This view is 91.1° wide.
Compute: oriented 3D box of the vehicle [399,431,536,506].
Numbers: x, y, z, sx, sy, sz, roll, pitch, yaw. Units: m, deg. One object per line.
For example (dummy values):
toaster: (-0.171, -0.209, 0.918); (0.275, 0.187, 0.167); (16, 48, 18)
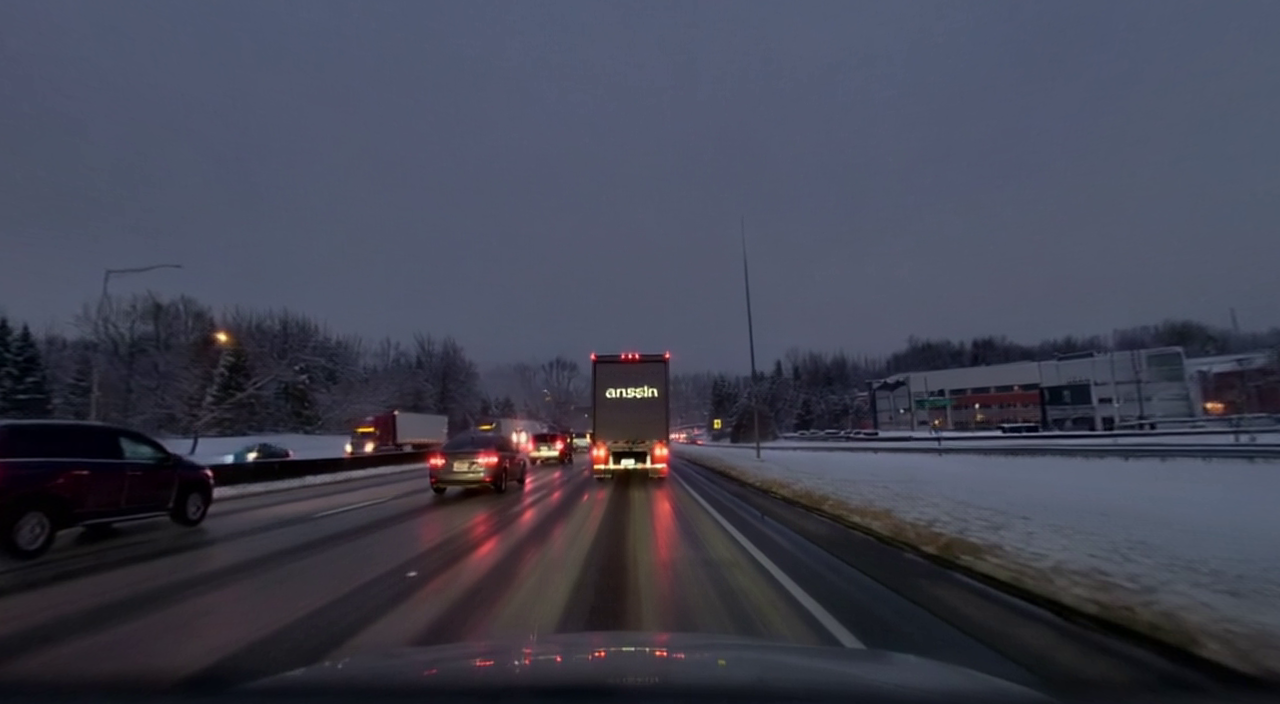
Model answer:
vehicle: (-3.873, 2.679, 15.018); (1.964, 1.507, 4.361); (0, -8, 1)

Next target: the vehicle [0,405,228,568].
vehicle: (-7.759, 1.611, 8.039); (1.998, 1.698, 4.461); (0, -8, -1)

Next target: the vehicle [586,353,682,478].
vehicle: (-0.358, 2.855, 26.619); (3.171, 4.204, 11.036); (0, -8, -2)

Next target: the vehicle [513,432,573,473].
vehicle: (-4.082, 4.276, 27.106); (1.946, 1.599, 4.073); (0, -8, 0)

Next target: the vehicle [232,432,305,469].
vehicle: (-26.494, 7.001, 45.076); (2.113, 2.464, 4.940); (0, -8, 1)
